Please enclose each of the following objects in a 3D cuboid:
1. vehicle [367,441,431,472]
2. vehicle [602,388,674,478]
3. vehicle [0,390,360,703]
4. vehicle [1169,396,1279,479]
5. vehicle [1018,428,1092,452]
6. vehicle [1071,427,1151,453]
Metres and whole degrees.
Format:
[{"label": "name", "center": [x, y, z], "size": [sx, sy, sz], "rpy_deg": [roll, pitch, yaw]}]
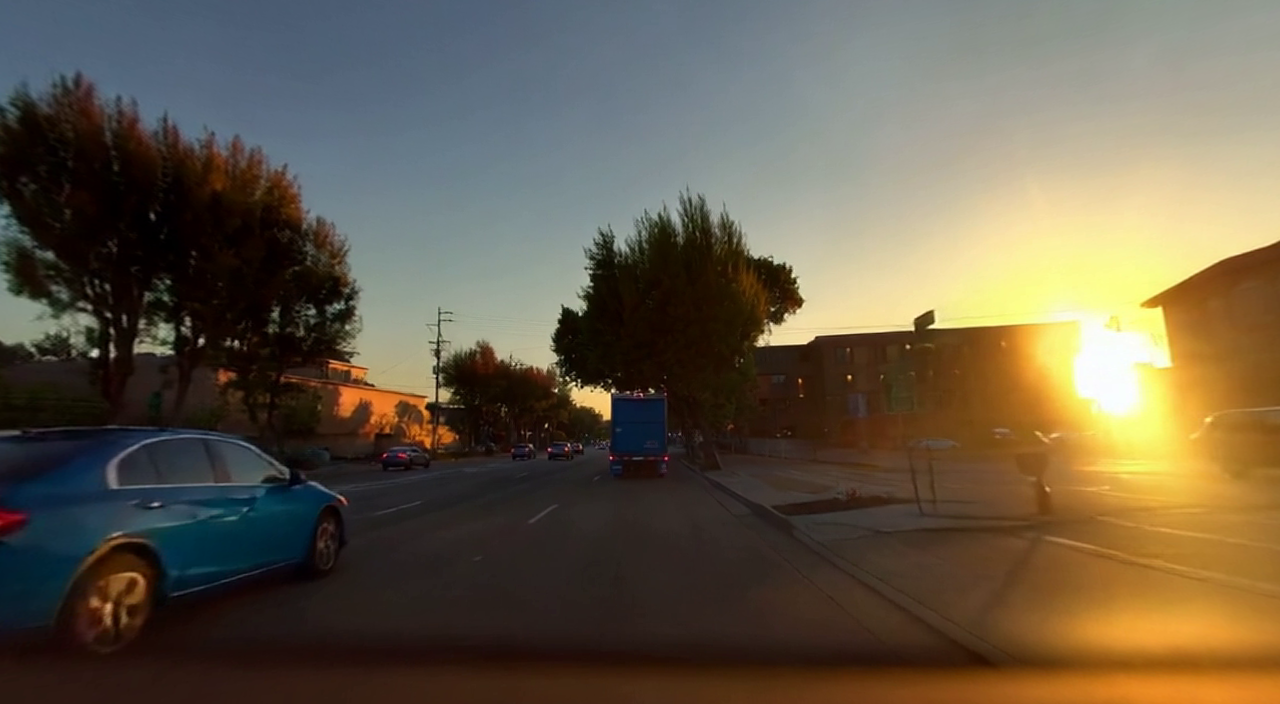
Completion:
[{"label": "vehicle", "center": [-13.939, 6.062, 36.593], "size": [1.958, 1.672, 4.283], "rpy_deg": [0, -8, 1]}, {"label": "vehicle", "center": [0.025, 3.917, 29.788], "size": [2.905, 3.644, 8.807], "rpy_deg": [0, -8, 1]}, {"label": "vehicle", "center": [-4.082, 1.221, 4.526], "size": [2.078, 1.597, 4.355], "rpy_deg": [0, -9, 0]}, {"label": "vehicle", "center": [13.866, 1.734, 12.864], "size": [4.321, 1.579, 1.823], "rpy_deg": [0, -7, 1]}, {"label": "vehicle", "center": [25.871, 5.514, 39.175], "size": [3.503, 1.419, 1.646], "rpy_deg": [1, -9, -4]}, {"label": "vehicle", "center": [27.436, 5.143, 36.624], "size": [3.341, 1.387, 1.619], "rpy_deg": [-1, -8, -3]}]
